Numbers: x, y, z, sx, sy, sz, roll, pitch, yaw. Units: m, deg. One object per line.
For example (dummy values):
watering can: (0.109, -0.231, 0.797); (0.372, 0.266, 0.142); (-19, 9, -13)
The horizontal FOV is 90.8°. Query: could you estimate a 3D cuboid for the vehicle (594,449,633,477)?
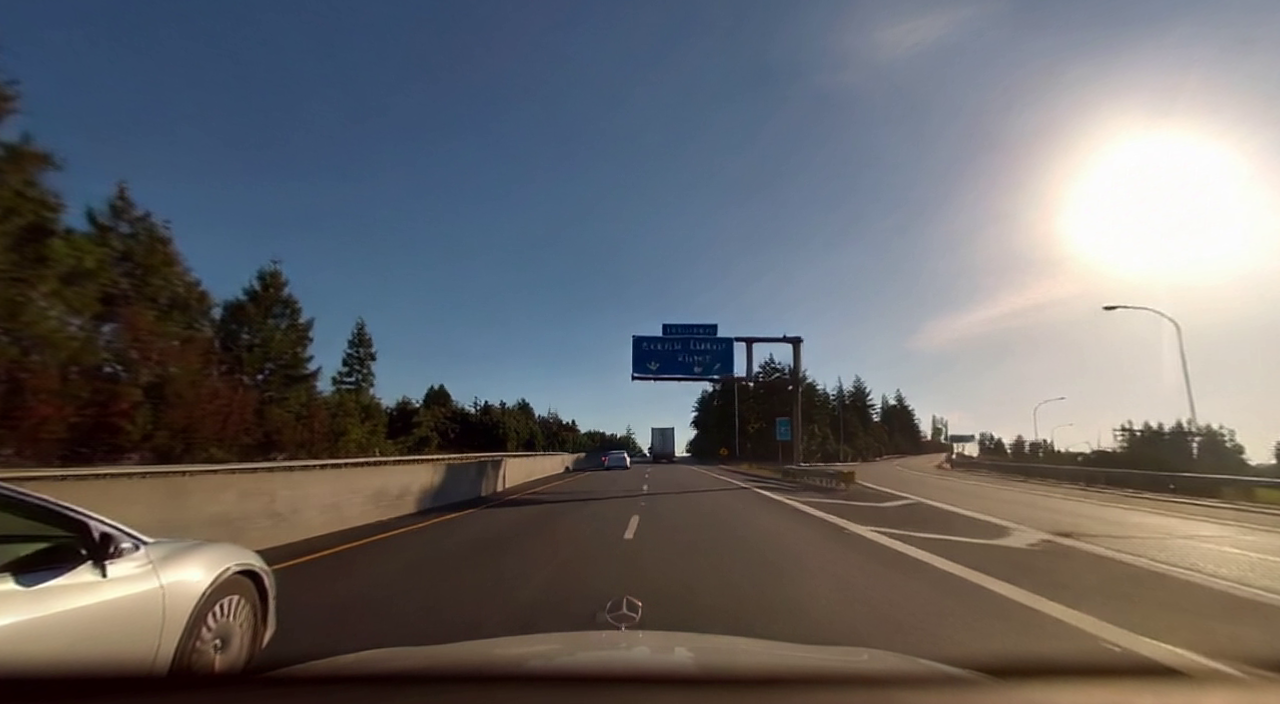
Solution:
vehicle: (-1.603, 6.941, 39.731); (2.184, 1.574, 5.004); (0, -9, 1)
